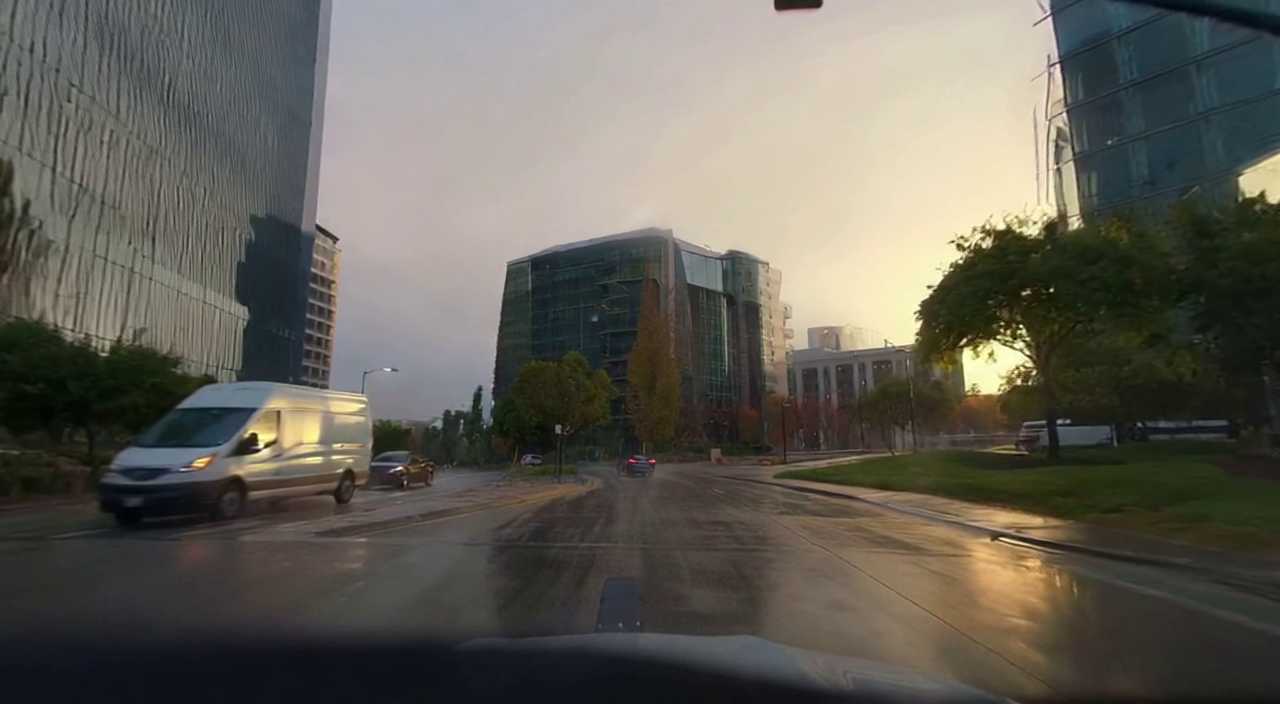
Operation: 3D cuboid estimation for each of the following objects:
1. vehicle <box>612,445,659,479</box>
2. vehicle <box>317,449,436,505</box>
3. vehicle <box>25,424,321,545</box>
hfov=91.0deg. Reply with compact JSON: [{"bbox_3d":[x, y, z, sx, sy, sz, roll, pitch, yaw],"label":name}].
[{"bbox_3d":[-0.339,6.342,36.681,2.129,1.816,4.851,1,-9,-7],"label":"vehicle"},{"bbox_3d":[-8.158,3.867,19.942,2.004,1.549,3.947,0,-9,0],"label":"vehicle"},{"bbox_3d":[-7.858,2.246,11.347,2.028,1.718,4.479,1,-9,-3],"label":"vehicle"}]
